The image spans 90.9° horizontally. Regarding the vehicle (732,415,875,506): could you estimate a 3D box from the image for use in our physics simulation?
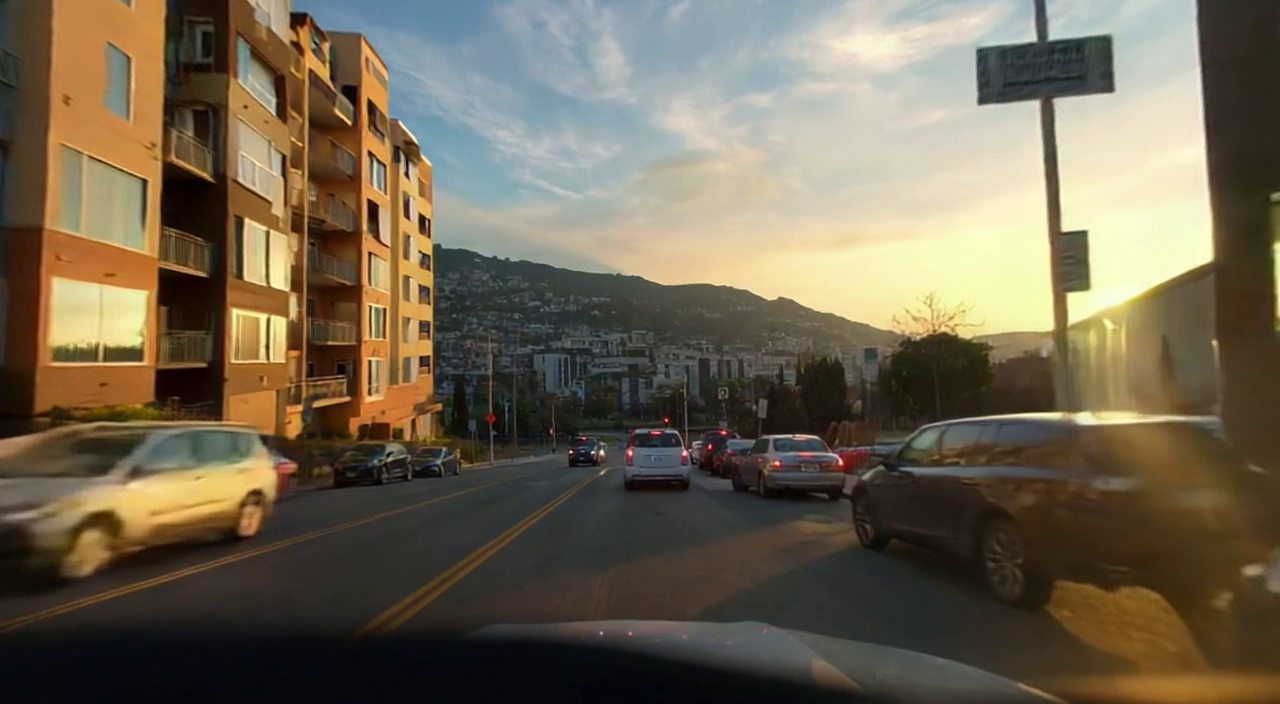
[{"bbox_3d":[3.675,2.564,15.214,2.158,1.828,4.573,0,-9,-1],"label":"vehicle"}]

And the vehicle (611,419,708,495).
[{"bbox_3d":[0.486,2.767,16.791,2.261,1.740,4.065,0,-9,1],"label":"vehicle"}]

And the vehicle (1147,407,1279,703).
[{"bbox_3d":[3.548,0.709,0.897,2.033,1.470,4.502,-1,-9,3],"label":"vehicle"}]

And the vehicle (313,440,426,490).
[{"bbox_3d":[-9.309,3.915,22.173,2.002,1.546,4.339,0,-9,1],"label":"vehicle"}]

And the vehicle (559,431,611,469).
[{"bbox_3d":[-2.649,4.850,31.315,2.219,1.746,4.197,0,-9,0],"label":"vehicle"}]

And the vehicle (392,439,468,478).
[{"bbox_3d":[-9.279,4.739,28.255,1.955,1.555,4.424,0,-9,-1],"label":"vehicle"}]

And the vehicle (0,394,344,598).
[{"bbox_3d":[-6.225,1.675,8.202,2.345,1.831,4.828,0,-9,0],"label":"vehicle"}]

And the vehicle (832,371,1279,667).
[{"bbox_3d":[3.673,1.328,6.117,2.076,1.722,4.721,0,-9,-1],"label":"vehicle"}]
